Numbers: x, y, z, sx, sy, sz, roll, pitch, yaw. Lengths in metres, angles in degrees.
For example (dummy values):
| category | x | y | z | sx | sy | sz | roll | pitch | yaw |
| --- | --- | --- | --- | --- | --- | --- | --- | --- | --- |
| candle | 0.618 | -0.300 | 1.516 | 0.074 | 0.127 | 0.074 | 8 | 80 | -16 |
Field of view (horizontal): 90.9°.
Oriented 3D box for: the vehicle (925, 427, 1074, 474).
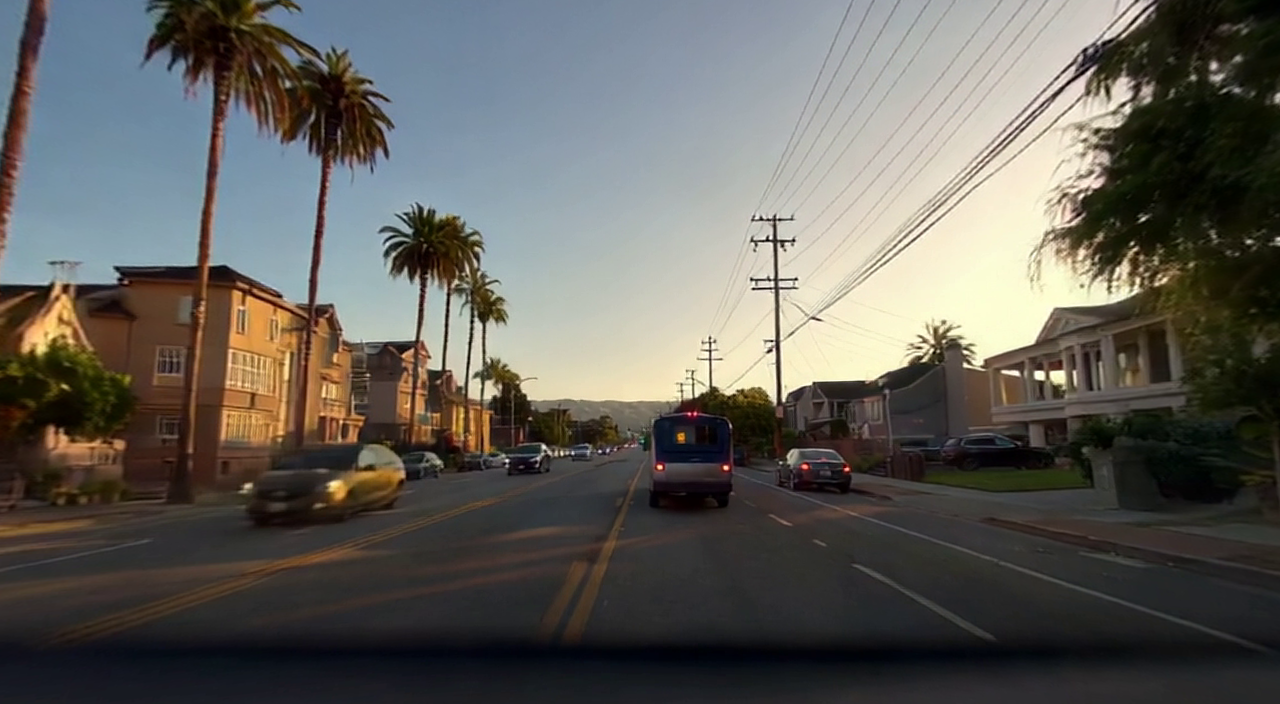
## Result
| category | x | y | z | sx | sy | sz | roll | pitch | yaw |
| --- | --- | --- | --- | --- | --- | --- | --- | --- | --- |
| vehicle | 14.920 | 4.095 | 26.414 | 4.749 | 1.699 | 2.311 | -2 | -7 | 2 |

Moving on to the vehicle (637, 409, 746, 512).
| category | x | y | z | sx | sy | sz | roll | pitch | yaw |
| --- | --- | --- | --- | --- | --- | --- | --- | --- | --- |
| vehicle | 1.030 | 2.501 | 14.920 | 2.168 | 2.040 | 4.527 | 0 | -8 | 0 |

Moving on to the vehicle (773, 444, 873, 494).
| category | x | y | z | sx | sy | sz | roll | pitch | yaw |
| --- | --- | --- | --- | --- | --- | --- | --- | --- | --- |
| vehicle | 5.840 | 3.776 | 20.746 | 2.022 | 1.456 | 4.246 | 0 | -8 | 0 |

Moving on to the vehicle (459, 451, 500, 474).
| category | x | y | z | sx | sy | sz | roll | pitch | yaw |
| --- | --- | --- | --- | --- | --- | --- | --- | --- | --- |
| vehicle | -11.423 | 7.848 | 44.965 | 1.841 | 1.356 | 3.938 | -6 | -8 | -1 |

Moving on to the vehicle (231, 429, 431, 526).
| category | x | y | z | sx | sy | sz | roll | pitch | yaw |
| --- | --- | --- | --- | --- | --- | --- | --- | --- | --- |
| vehicle | -6.219 | 2.557 | 13.421 | 1.948 | 1.706 | 4.407 | 0 | -8 | 1 |

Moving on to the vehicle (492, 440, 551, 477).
| category | x | y | z | sx | sy | sz | roll | pitch | yaw |
| --- | --- | --- | --- | --- | --- | --- | --- | --- | --- |
| vehicle | -5.684 | 5.157 | 30.688 | 1.965 | 1.653 | 4.251 | 0 | -8 | 1 |
